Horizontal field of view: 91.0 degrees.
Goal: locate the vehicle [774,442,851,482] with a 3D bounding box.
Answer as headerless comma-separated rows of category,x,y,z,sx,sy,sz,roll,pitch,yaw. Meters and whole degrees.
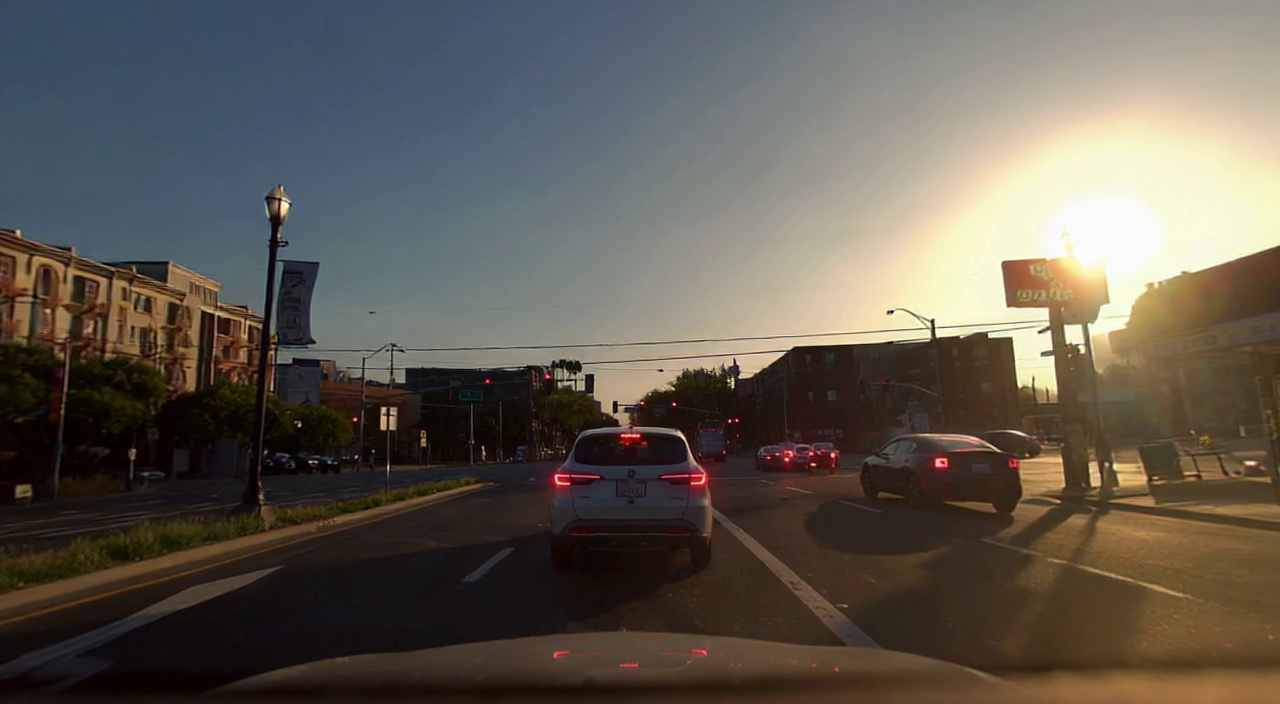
vehicle,6.844,4.401,25.430,1.833,1.452,4.237,0,-8,-1

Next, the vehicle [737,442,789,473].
vehicle,6.264,5.453,32.630,1.961,1.477,4.454,0,-8,2

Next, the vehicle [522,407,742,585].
vehicle,-0.063,1.688,8.117,2.115,1.700,3.901,0,-8,1

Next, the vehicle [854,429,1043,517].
vehicle,6.708,2.671,14.431,2.072,1.652,4.611,0,-8,1
